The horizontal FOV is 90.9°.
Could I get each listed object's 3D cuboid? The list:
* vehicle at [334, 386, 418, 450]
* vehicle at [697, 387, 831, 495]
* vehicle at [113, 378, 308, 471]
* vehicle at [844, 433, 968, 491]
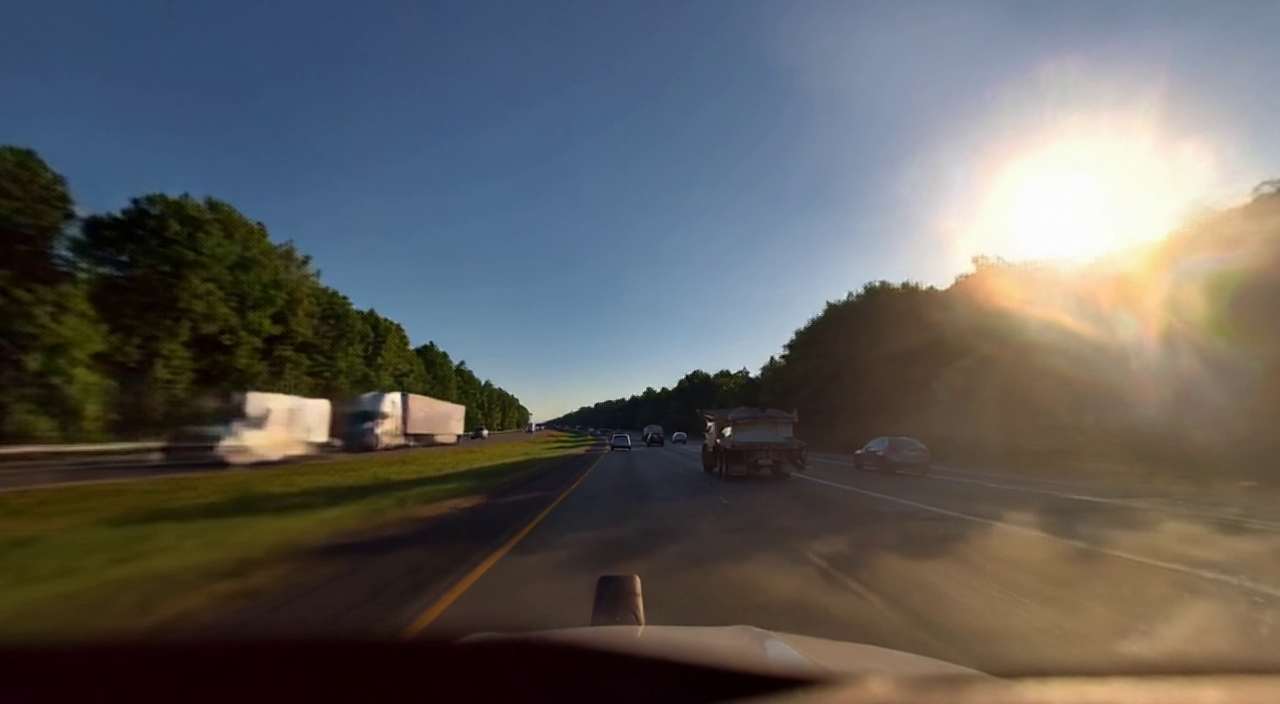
[{"bbox_3d":[-17.339,4.441,41.823,2.973,3.930,5.878,0,-8,-1],"label":"vehicle"},{"bbox_3d":[3.140,2.442,17.499,2.436,2.521,5.409,0,-8,-2],"label":"vehicle"},{"bbox_3d":[-13.033,2.308,19.777,2.284,2.500,5.367,0,-8,0],"label":"vehicle"},{"bbox_3d":[7.437,3.087,18.081,1.821,1.468,3.805,0,-8,-1],"label":"vehicle"}]
